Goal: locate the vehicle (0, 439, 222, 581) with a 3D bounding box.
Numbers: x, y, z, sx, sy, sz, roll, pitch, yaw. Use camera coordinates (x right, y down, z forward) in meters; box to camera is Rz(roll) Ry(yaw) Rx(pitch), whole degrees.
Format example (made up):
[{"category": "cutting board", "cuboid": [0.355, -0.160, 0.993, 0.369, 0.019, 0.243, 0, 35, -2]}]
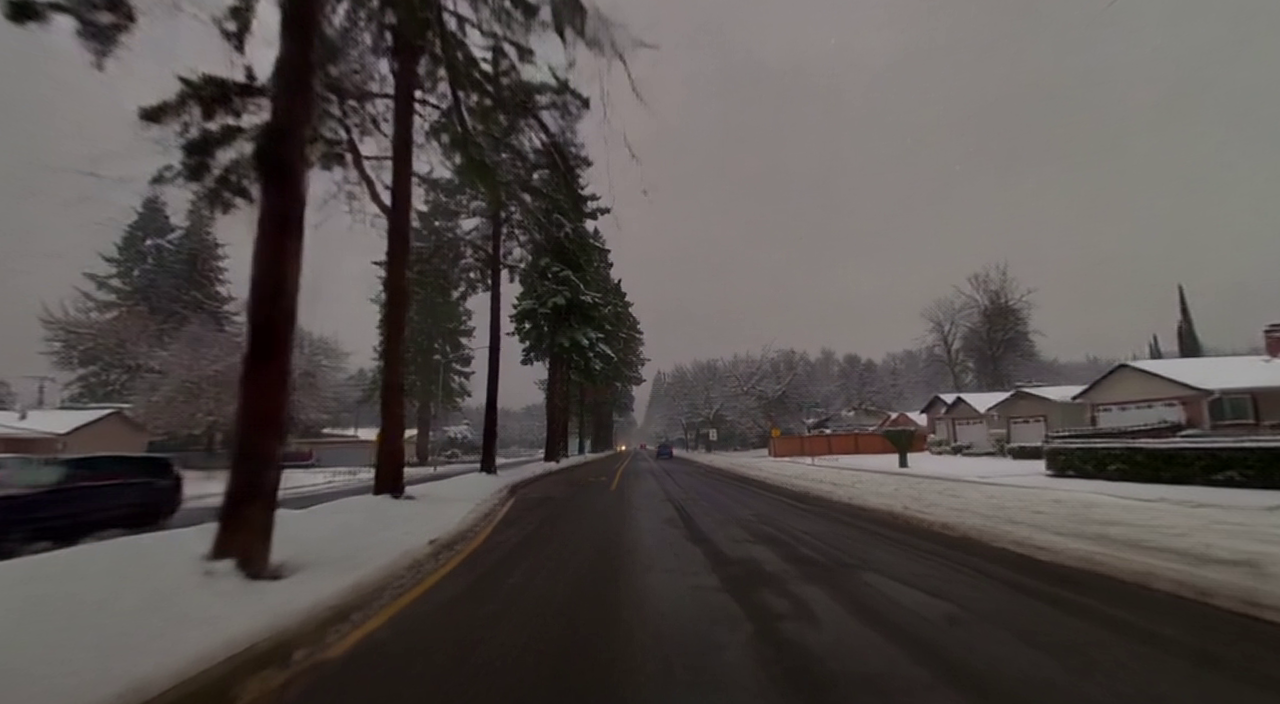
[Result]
[{"category": "vehicle", "cuboid": [-8.921, 2.259, 9.808, 1.964, 1.722, 4.403, 0, -9, -3]}]
